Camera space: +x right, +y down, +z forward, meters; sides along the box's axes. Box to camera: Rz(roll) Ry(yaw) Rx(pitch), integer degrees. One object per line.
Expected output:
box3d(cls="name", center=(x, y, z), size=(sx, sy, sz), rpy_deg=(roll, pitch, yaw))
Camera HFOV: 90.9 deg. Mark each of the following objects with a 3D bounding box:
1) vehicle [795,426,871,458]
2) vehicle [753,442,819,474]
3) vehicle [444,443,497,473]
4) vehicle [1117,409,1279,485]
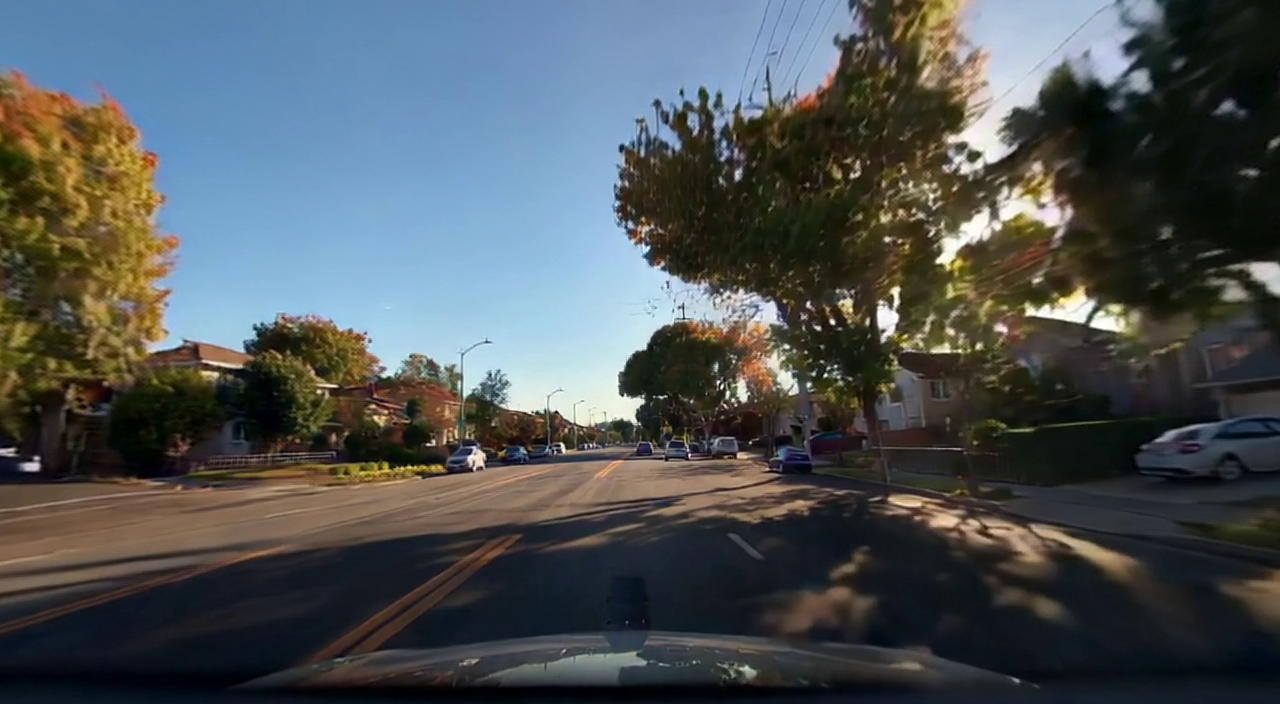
box3d(cls="vehicle", center=(13.334, 6.241, 43.800), size=(4.496, 1.773, 1.972), rpy_deg=(-5, -7, 0))
box3d(cls="vehicle", center=(7.006, 5.148, 30.846), size=(2.070, 1.428, 4.636), rpy_deg=(0, -8, -1))
box3d(cls="vehicle", center=(-10.118, 6.362, 38.042), size=(1.965, 1.675, 4.577), rpy_deg=(0, -8, 0))
box3d(cls="vehicle", center=(14.371, 2.245, 14.939), size=(4.479, 1.671, 1.913), rpy_deg=(0, -8, 1))
